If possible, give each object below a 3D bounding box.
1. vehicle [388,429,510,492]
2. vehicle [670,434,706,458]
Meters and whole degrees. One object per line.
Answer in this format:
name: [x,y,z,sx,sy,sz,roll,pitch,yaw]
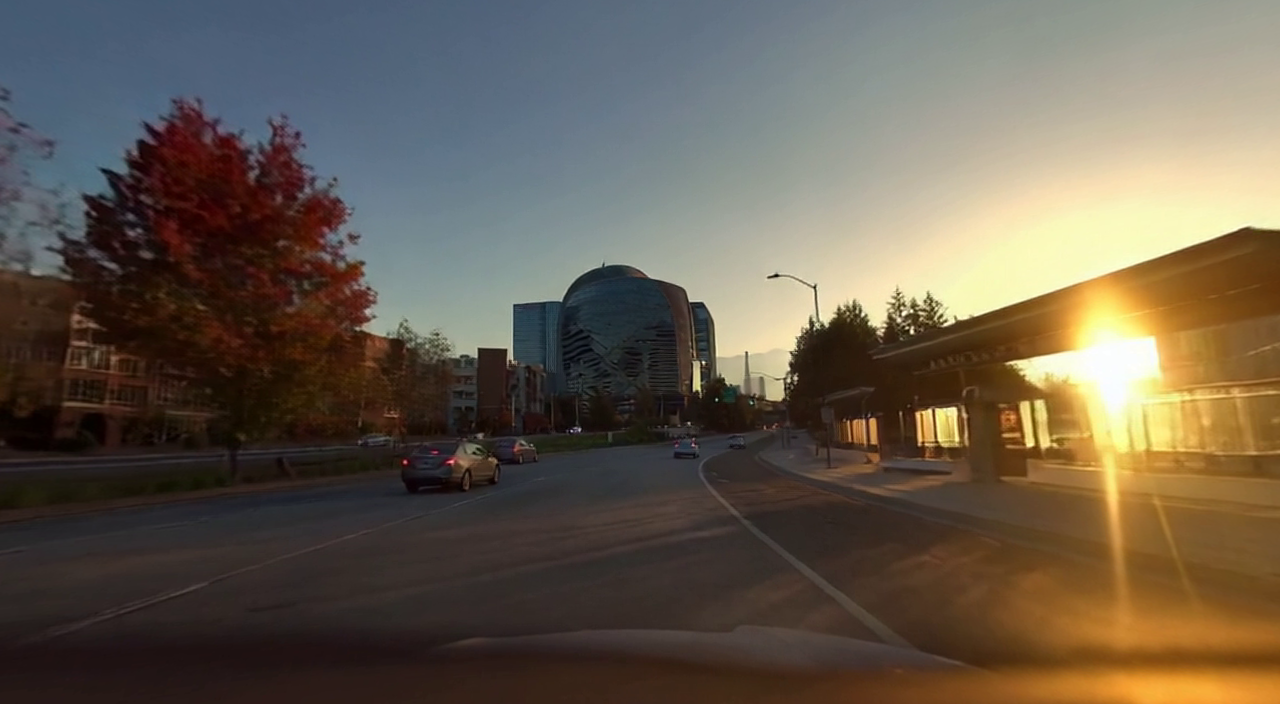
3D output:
vehicle: [-5.789,3.357,19.872,2.181,1.728,4.515,-1,-8,4]
vehicle: [3.828,7.349,49.475,2.345,1.803,4.261,-2,-8,10]
